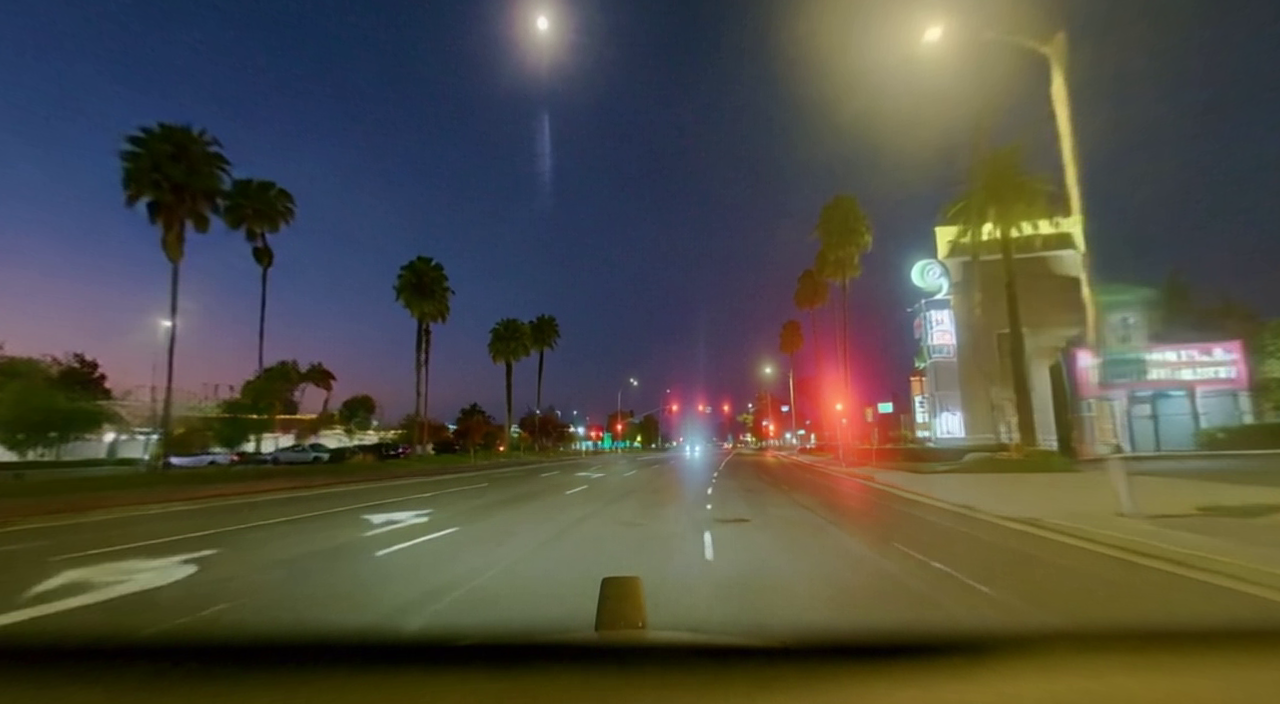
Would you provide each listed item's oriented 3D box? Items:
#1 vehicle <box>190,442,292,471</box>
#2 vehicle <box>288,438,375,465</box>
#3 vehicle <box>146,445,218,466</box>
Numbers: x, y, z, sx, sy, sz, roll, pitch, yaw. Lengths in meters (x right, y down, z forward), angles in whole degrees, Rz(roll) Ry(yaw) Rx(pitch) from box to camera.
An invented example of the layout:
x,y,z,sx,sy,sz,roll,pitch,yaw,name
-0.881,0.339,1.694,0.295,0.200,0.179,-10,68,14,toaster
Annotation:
x,y,z,sx,sy,sz,roll,pitch,yaw,name
-22.403,5.882,35.349,4.440,1.541,1.851,0,-9,2,vehicle
-21.267,6.869,43.389,5.084,1.664,2.006,-2,-7,5,vehicle
-35.579,8.030,48.791,4.188,1.615,1.866,0,-9,3,vehicle
